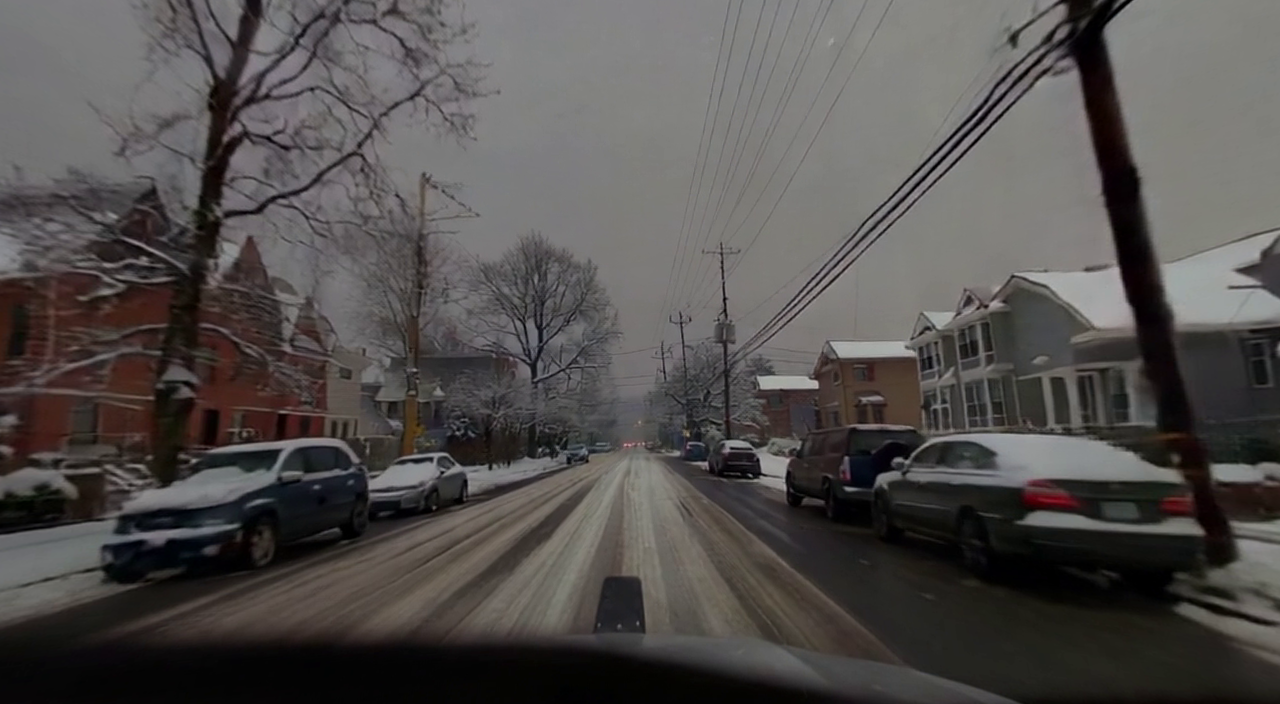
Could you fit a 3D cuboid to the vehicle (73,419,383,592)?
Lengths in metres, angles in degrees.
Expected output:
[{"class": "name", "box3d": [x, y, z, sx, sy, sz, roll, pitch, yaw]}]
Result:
[{"class": "vehicle", "box3d": [-5.688, 2.060, 9.650, 2.046, 1.825, 4.627, -3, -7, -6]}]

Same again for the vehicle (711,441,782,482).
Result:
[{"class": "vehicle", "box3d": [4.178, 4.382, 25.596, 1.930, 1.470, 4.738, 0, -8, -1]}]

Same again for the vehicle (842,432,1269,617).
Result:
[{"class": "vehicle", "box3d": [3.983, 1.682, 7.252, 1.804, 1.422, 4.497, 0, -8, -1]}]

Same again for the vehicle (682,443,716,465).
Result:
[{"class": "vehicle", "box3d": [4.242, 7.360, 45.829, 1.911, 1.538, 3.960, 0, -8, -2]}]

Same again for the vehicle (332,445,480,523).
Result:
[{"class": "vehicle", "box3d": [-5.704, 3.218, 16.111, 1.991, 1.464, 4.763, -3, -7, 0]}]
